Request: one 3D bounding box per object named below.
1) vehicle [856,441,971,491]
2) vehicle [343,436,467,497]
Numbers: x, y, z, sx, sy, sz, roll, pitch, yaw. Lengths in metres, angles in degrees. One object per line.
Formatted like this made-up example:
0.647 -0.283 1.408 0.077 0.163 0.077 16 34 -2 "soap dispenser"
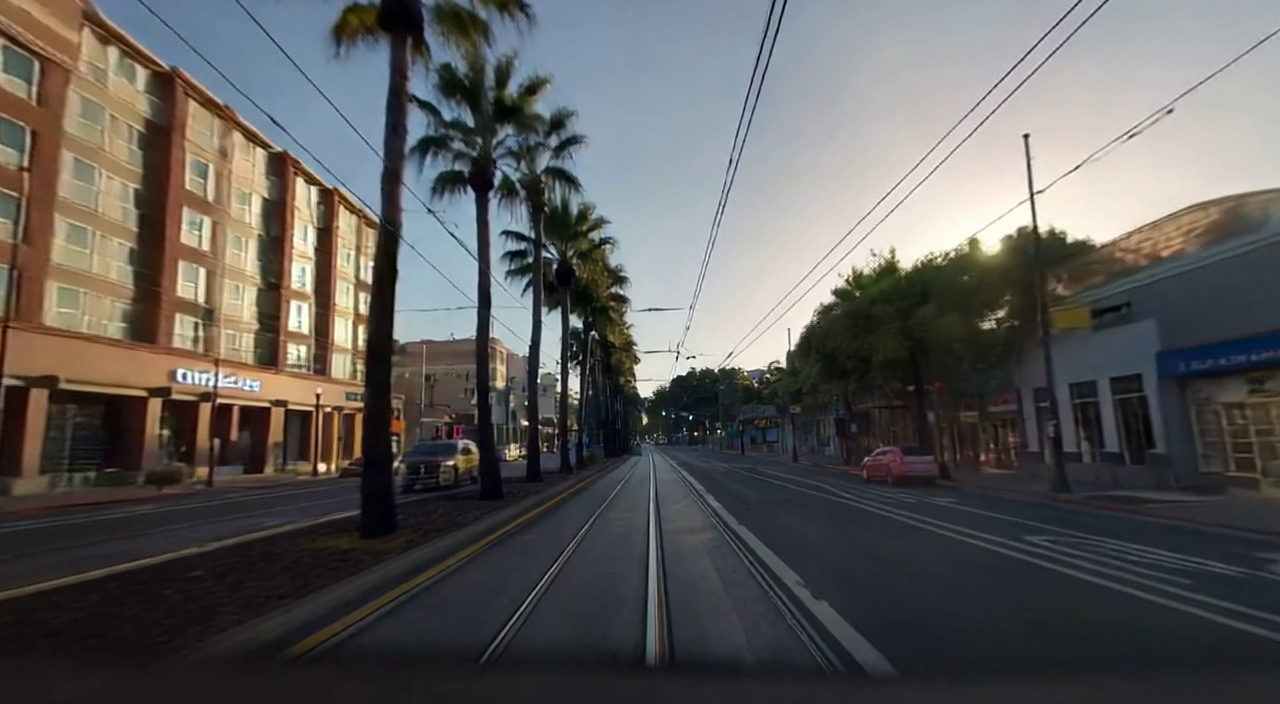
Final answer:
9.065 3.781 21.367 1.822 1.494 4.385 0 -8 -2 "vehicle"
-7.128 3.493 19.715 1.971 1.657 4.623 0 -8 2 "vehicle"
